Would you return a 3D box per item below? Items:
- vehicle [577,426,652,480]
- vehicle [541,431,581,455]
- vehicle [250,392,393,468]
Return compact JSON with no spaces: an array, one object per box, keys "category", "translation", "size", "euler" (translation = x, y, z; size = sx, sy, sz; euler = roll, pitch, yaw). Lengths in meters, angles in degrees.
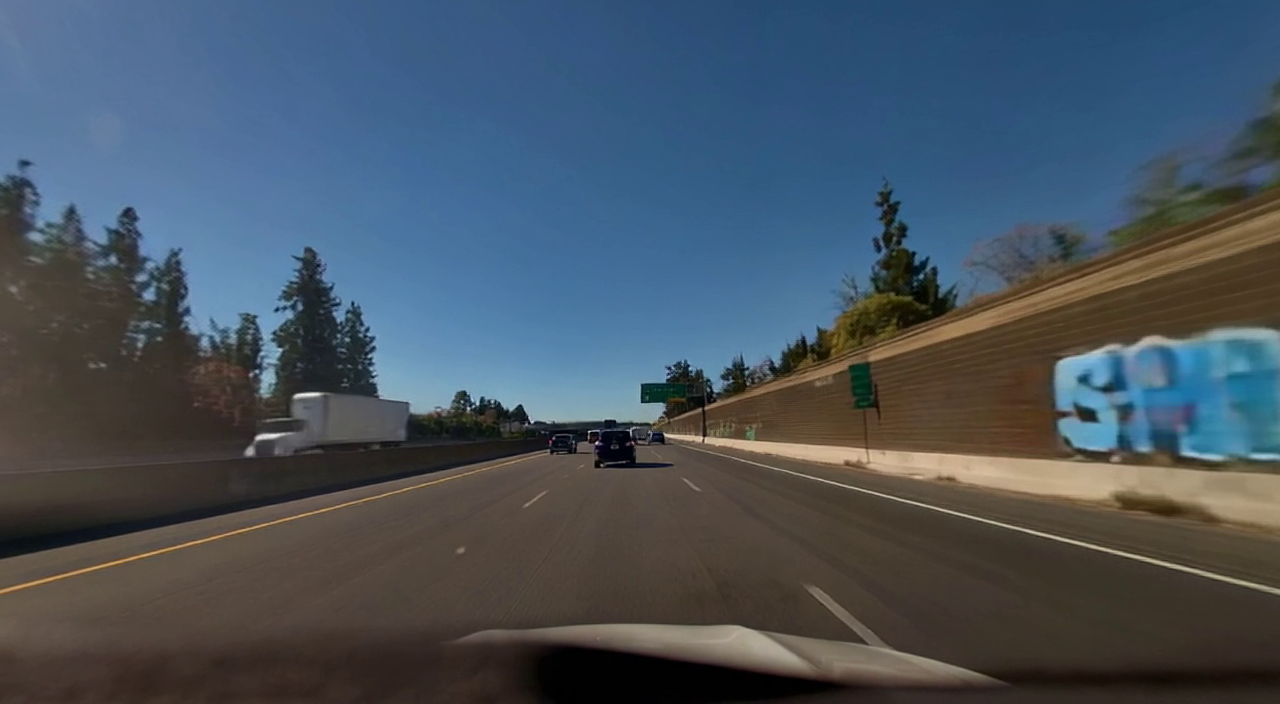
[{"category":"vehicle","translation":[-0.730,3.038,19.236],"size":[2.044,1.477,3.693],"euler":[0,-8,-1]},{"category":"vehicle","translation":[-5.032,5.864,40.759],"size":[2.022,1.440,4.491],"euler":[0,-8,-1]},{"category":"vehicle","translation":[-17.429,4.467,35.639],"size":[2.979,3.672,9.989],"euler":[0,-8,-1]}]
